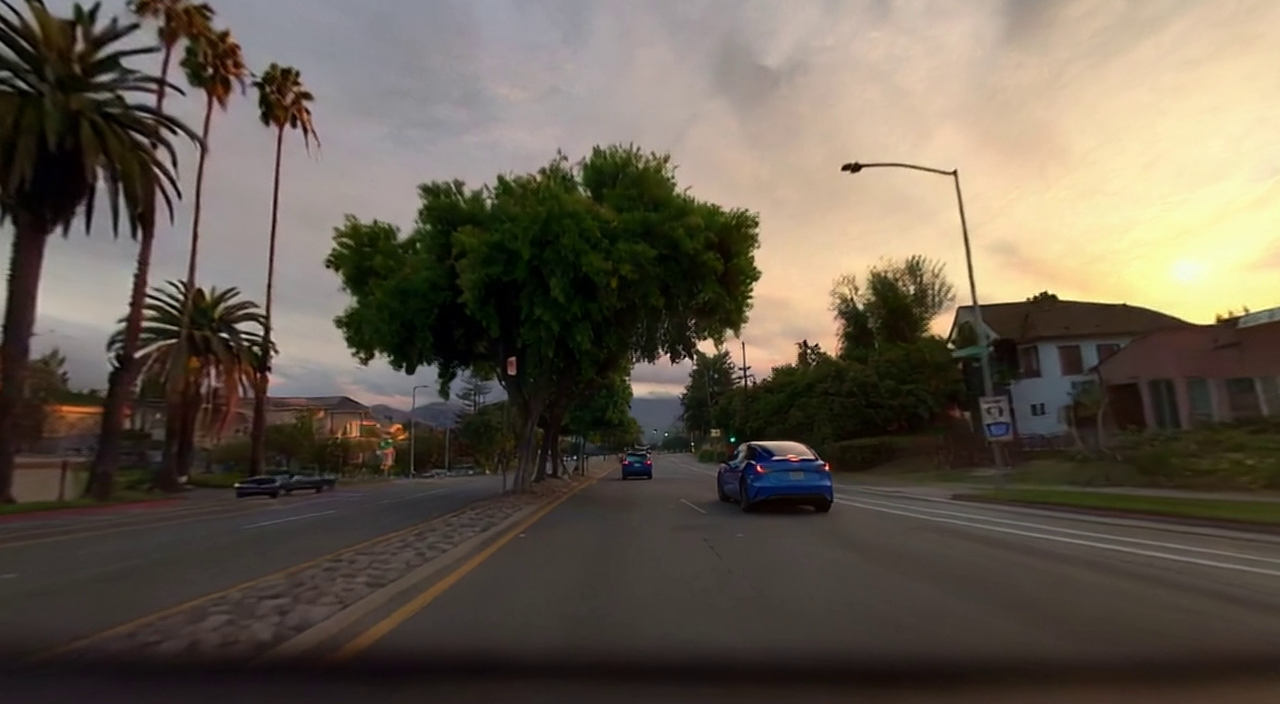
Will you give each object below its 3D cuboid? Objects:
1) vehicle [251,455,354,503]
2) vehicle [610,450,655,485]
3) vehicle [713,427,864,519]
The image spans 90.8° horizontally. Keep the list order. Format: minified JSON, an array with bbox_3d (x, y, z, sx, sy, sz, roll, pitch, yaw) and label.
[{"bbox_3d":[-17.578,6.594,33.311,2.449,2.016,5.383,-4,-9,1],"label":"vehicle"},{"bbox_3d":[-0.462,6.294,34.739,2.341,1.709,4.466,0,-9,-2],"label":"vehicle"},{"bbox_3d":[3.282,2.815,15.287,2.205,1.803,5.135,0,-8,-2],"label":"vehicle"}]
